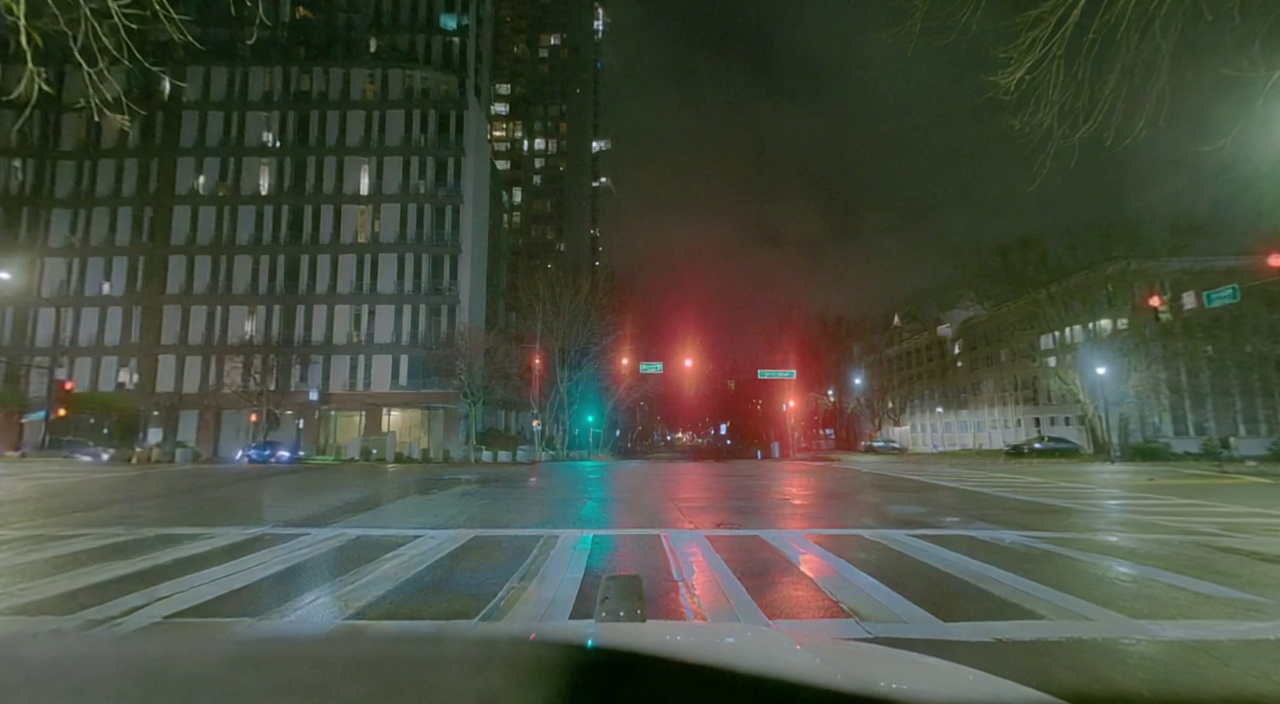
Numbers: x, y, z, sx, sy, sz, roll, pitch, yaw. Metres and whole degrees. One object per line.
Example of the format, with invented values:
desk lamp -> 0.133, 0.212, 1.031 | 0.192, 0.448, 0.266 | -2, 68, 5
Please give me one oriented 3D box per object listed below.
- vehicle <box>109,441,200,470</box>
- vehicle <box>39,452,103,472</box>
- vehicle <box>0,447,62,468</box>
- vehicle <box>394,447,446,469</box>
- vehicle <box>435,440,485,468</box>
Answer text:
vehicle -> -34.926, 7.417, 45.728 | 2.204, 1.955, 5.518 | 0, -8, 0
vehicle -> -41.605, 8.022, 46.272 | 1.552, 1.339, 3.340 | -2, -9, -1
vehicle -> -45.279, 7.758, 46.586 | 1.858, 1.467, 3.624 | 0, -8, 0
vehicle -> -15.524, 7.446, 44.792 | 2.056, 1.450, 4.343 | 0, -8, 0
vehicle -> -11.975, 6.799, 42.315 | 2.080, 1.763, 4.341 | 0, -8, 0
